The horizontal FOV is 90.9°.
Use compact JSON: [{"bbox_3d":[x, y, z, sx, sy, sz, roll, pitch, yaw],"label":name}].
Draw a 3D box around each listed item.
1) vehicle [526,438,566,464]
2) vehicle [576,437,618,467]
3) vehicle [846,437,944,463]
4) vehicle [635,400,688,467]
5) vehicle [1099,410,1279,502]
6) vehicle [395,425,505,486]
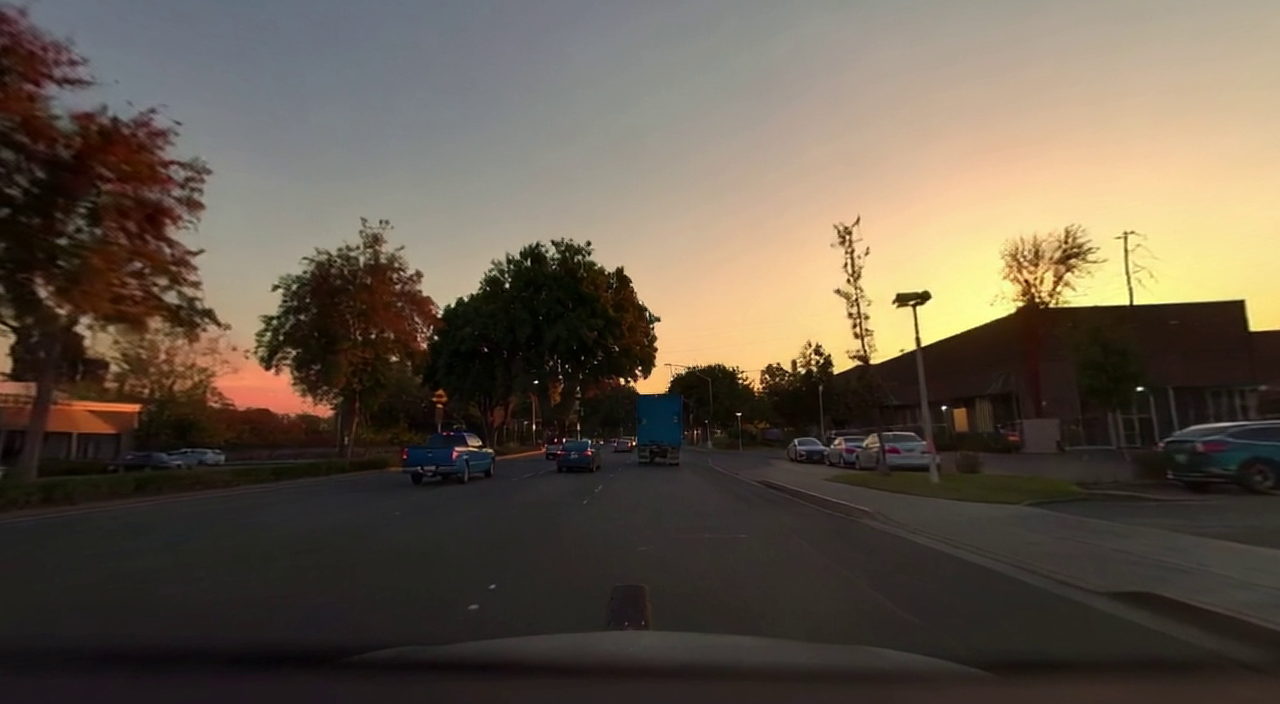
[{"bbox_3d":[-6.318,6.698,42.795,1.908,1.616,4.089,0,-8,2],"label":"vehicle"},{"bbox_3d":[-2.526,6.006,38.035,2.114,1.663,4.381,0,-8,2],"label":"vehicle"},{"bbox_3d":[14.874,5.749,36.906,4.830,1.472,2.042,0,-8,0],"label":"vehicle"},{"bbox_3d":[1.244,5.116,38.970,2.905,3.644,8.441,0,-8,1],"label":"vehicle"},{"bbox_3d":[12.454,2.184,13.537,1.880,1.642,4.523,-1,-8,2],"label":"vehicle"},{"bbox_3d":[-6.522,3.624,22.401,2.149,1.893,5.187,0,-8,2],"label":"vehicle"}]
